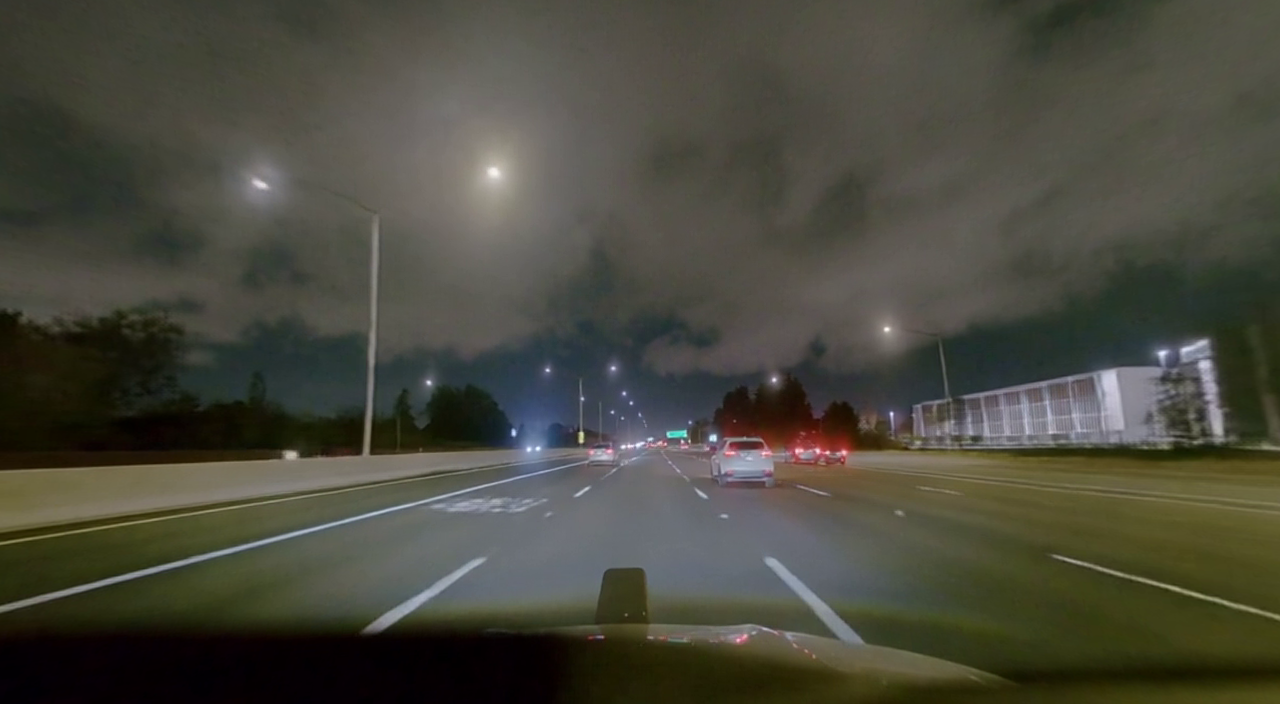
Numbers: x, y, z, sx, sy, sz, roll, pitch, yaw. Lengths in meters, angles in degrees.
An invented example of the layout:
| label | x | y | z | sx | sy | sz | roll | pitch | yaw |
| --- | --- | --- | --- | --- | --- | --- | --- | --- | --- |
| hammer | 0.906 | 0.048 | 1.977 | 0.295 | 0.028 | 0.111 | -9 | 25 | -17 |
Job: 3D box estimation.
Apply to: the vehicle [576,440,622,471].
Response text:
| label | x | y | z | sx | sy | sz | roll | pitch | yaw |
| --- | --- | --- | --- | --- | --- | --- | --- | --- | --- |
| vehicle | -2.178 | 5.721 | 35.064 | 2.080 | 1.542 | 4.718 | -1 | -8 | 2 |

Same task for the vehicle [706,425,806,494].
| label | x | y | z | sx | sy | sz | roll | pitch | yaw |
| --- | --- | --- | --- | --- | --- | --- | --- | --- | --- |
| vehicle | 3.402 | 3.266 | 19.559 | 2.148 | 1.852 | 4.835 | 0 | -8 | 0 |

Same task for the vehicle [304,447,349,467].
| label | x | y | z | sx | sy | sz | roll | pitch | yaw |
| --- | --- | --- | --- | --- | --- | --- | --- | --- | --- |
| vehicle | -24.668 | 8.233 | 49.727 | 1.470 | 1.318 | 3.856 | -6 | -8 | 1 |

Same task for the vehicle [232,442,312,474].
| label | x | y | z | sx | sy | sz | roll | pitch | yaw |
| --- | --- | --- | --- | --- | --- | --- | --- | --- | --- |
| vehicle | -18.913 | 5.439 | 32.574 | 1.769 | 1.500 | 3.696 | -1 | -8 | 3 |
